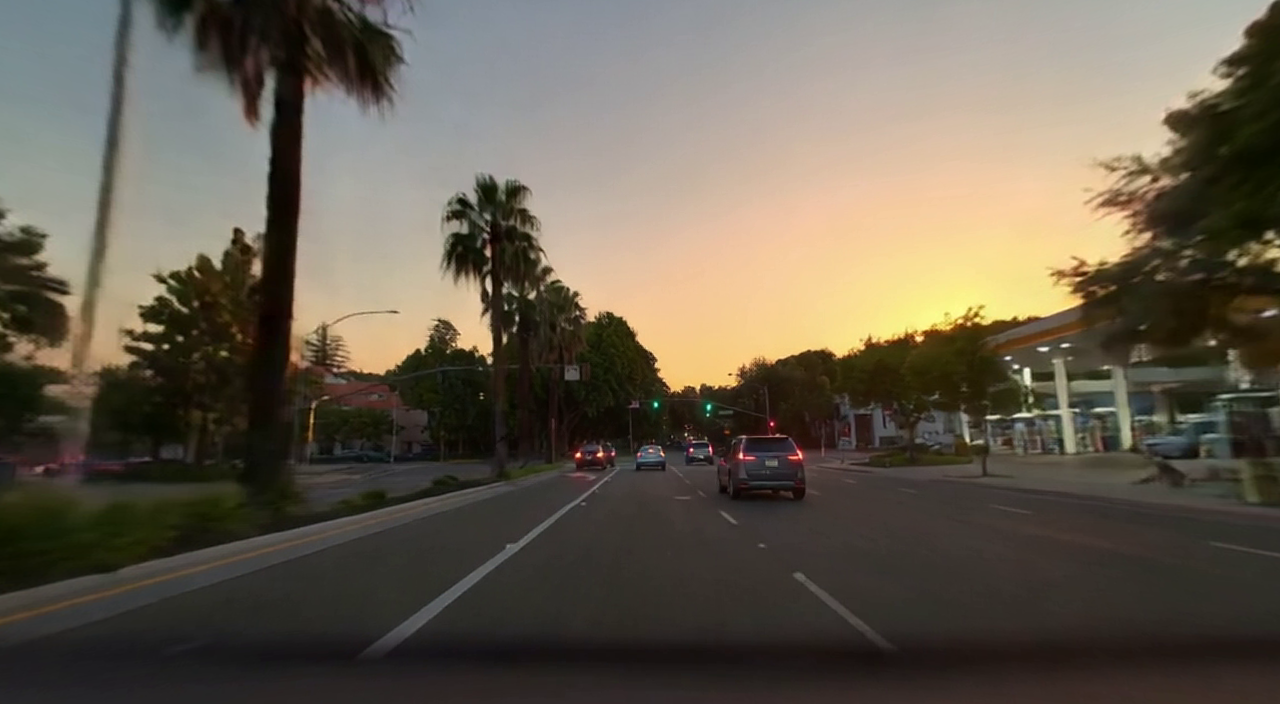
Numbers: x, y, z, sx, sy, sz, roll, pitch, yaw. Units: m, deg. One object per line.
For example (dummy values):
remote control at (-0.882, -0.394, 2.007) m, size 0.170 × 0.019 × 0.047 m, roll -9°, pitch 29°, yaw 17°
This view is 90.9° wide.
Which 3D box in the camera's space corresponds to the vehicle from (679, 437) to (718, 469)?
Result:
vehicle at (3.846, 6.770, 42.384) m, size 2.154 × 1.975 × 4.634 m, roll 0°, pitch -8°, yaw 0°

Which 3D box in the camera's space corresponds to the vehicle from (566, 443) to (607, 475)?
vehicle at (-2.829, 5.756, 34.212) m, size 1.788 × 1.600 × 4.298 m, roll 0°, pitch -8°, yaw 1°

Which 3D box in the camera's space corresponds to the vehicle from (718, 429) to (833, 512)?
vehicle at (3.127, 2.804, 15.424) m, size 1.872 × 1.752 × 3.896 m, roll 0°, pitch -8°, yaw -1°

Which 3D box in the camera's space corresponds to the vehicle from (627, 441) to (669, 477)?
vehicle at (0.383, 5.311, 31.490) m, size 1.991 × 1.664 × 3.814 m, roll 0°, pitch -8°, yaw 0°
